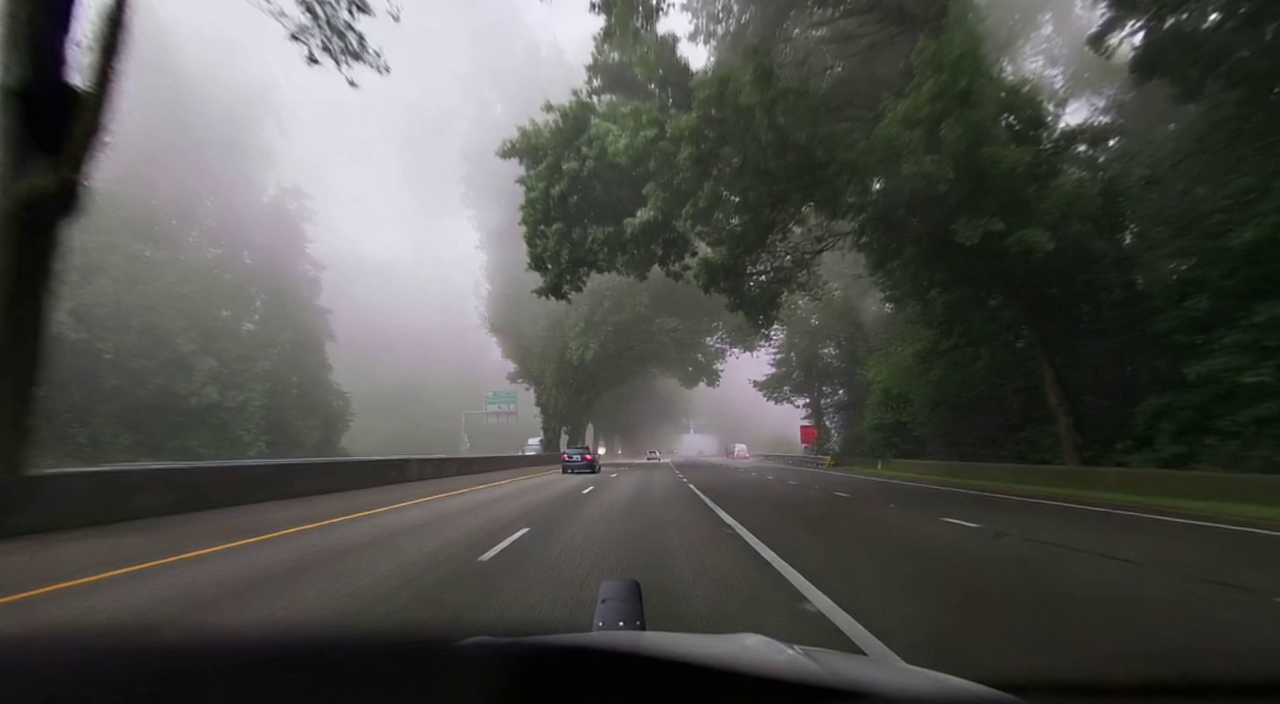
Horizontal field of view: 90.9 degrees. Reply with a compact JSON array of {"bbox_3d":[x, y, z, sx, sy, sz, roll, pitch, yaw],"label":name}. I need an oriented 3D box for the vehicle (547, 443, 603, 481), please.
[{"bbox_3d":[-3.014,5.213,30.108,2.086,1.650,4.122,0,-9,2],"label":"vehicle"}]
